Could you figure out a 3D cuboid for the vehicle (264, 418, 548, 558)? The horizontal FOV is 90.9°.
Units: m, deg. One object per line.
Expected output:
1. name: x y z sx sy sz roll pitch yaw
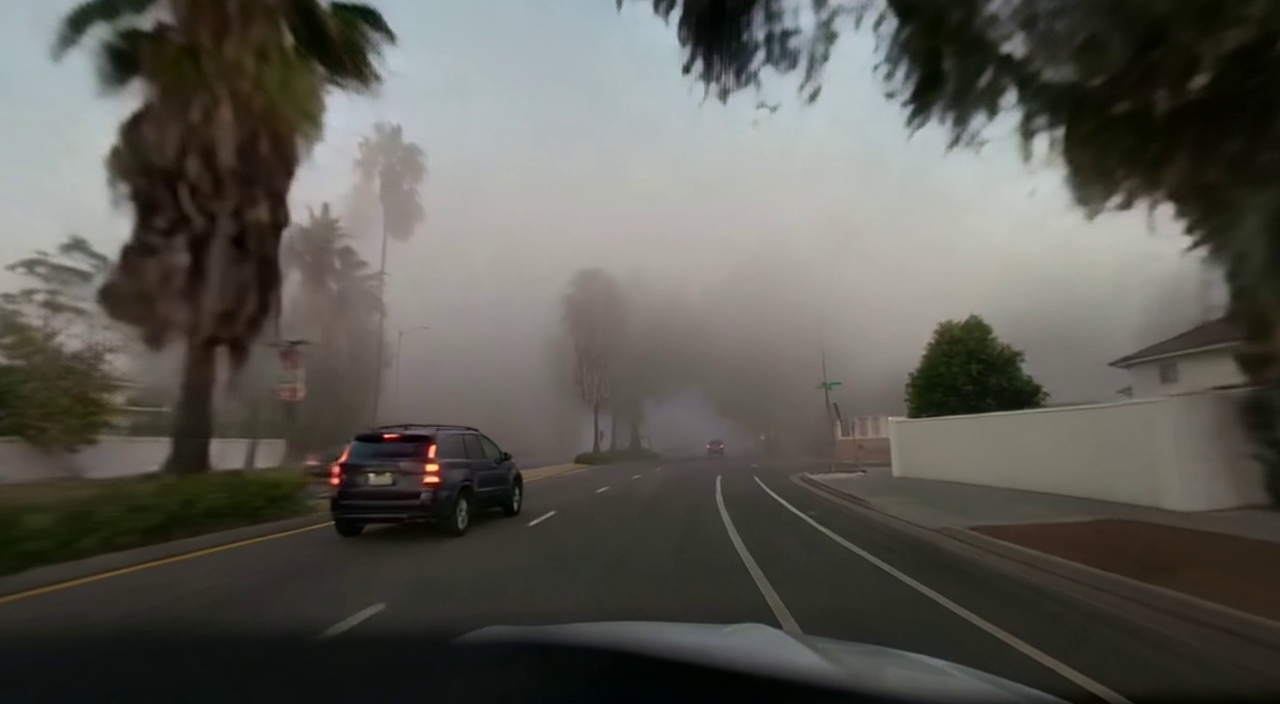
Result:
1. vehicle: -2.932 1.850 9.325 2.075 1.498 4.730 -1 -9 5
